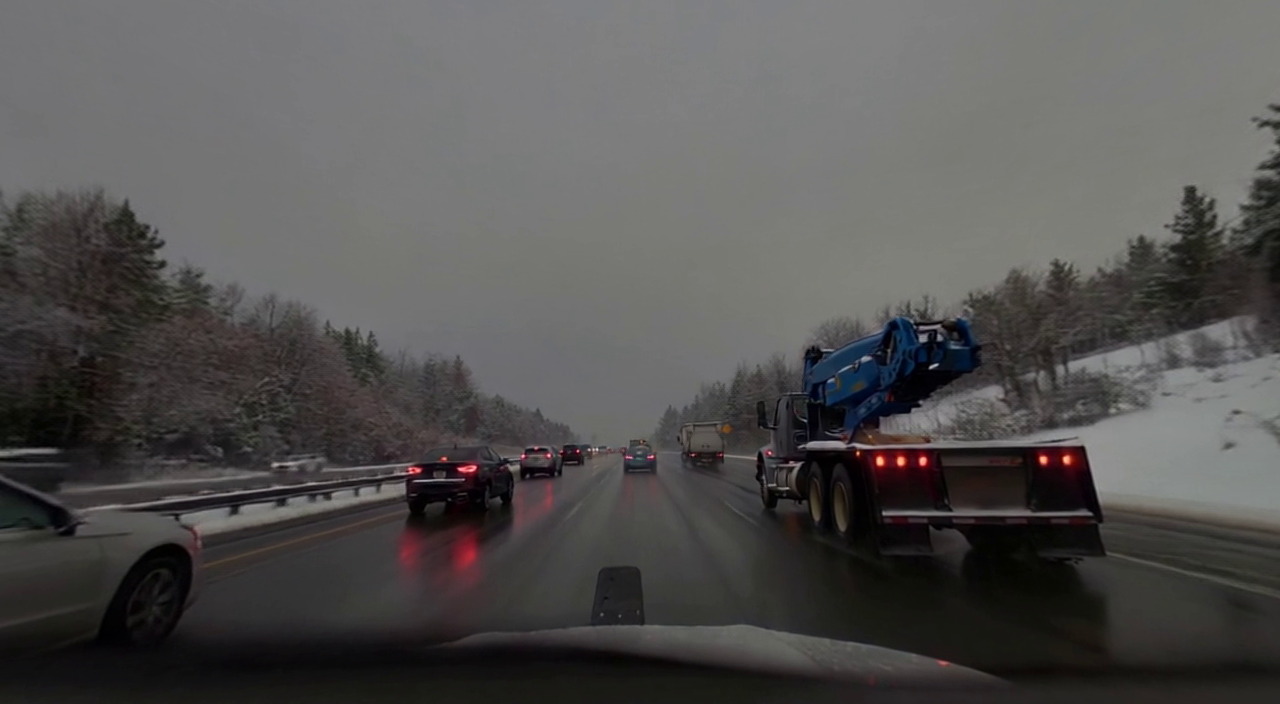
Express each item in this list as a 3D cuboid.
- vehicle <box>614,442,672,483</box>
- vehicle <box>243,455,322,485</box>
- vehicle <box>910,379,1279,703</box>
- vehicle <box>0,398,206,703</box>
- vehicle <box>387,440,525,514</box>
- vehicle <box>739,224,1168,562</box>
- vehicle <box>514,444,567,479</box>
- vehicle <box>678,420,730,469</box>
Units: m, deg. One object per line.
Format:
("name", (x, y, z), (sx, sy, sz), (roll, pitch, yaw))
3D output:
("vehicle", (0.049, 4.458, 25.434), (2.150, 1.498, 3.988), (0, -9, -1))
("vehicle", (-20.498, 6.768, 36.170), (1.914, 1.521, 4.472), (0, -9, -1))
("vehicle", (4.062, 1.047, 3.414), (2.599, 1.631, 5.693), (0, -9, -1))
("vehicle", (-4.171, 0.917, 2.460), (1.978, 1.556, 4.119), (0, -9, 0))
("vehicle", (-4.238, 2.946, 15.328), (1.880, 1.507, 4.757), (0, -9, 0))
("vehicle", (3.936, 1.016, 10.911), (2.975, 3.618, 8.456), (0, -9, 0))
("vehicle", (-4.591, 5.111, 29.444), (1.858, 1.527, 3.974), (0, -9, 0))
("vehicle", (3.955, 5.982, 40.194), (2.416, 2.829, 7.016), (0, -9, -2))
